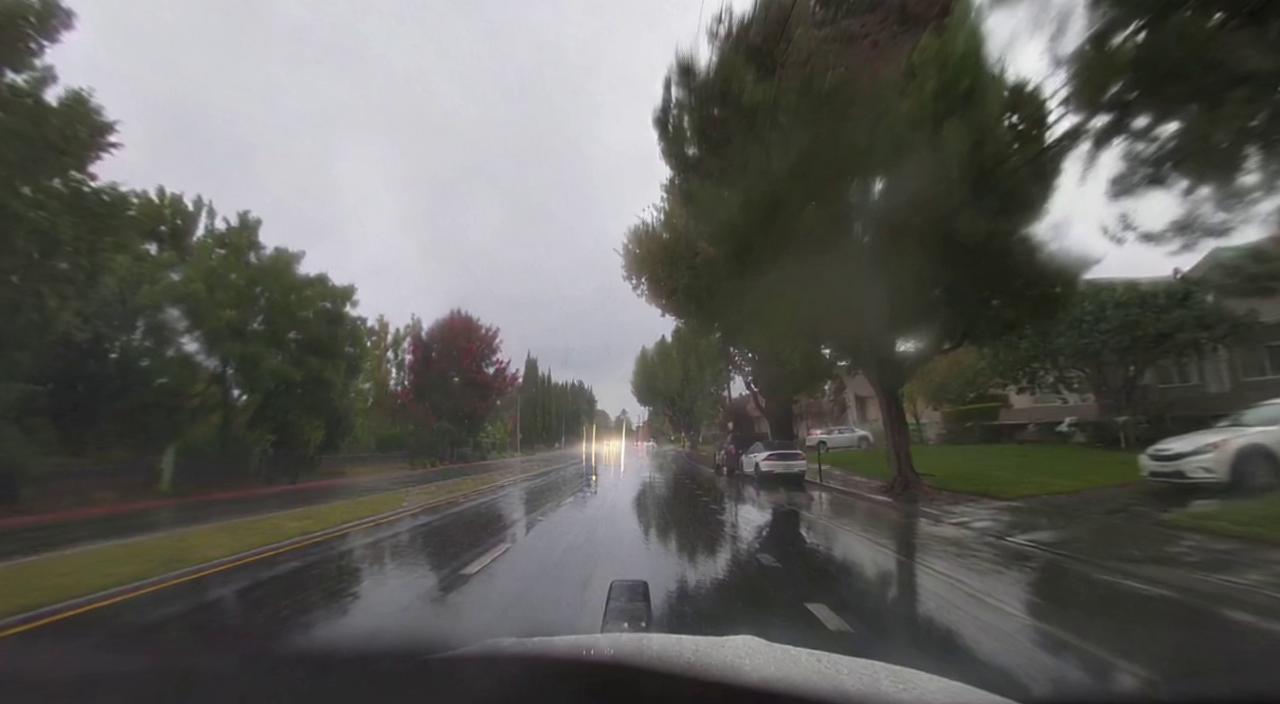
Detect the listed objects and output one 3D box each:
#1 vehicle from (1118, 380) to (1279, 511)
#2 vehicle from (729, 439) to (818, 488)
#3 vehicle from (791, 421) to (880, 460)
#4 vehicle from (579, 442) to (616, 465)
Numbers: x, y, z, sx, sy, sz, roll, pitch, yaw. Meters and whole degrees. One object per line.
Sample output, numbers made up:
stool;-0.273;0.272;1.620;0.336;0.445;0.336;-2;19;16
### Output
vehicle;11.513;1.422;10.588;4.860;1.919;2.318;-4;-9;2
vehicle;4.570;3.893;22.382;2.241;1.536;4.682;0;-9;2
vehicle;11.858;5.444;38.625;4.888;1.758;2.037;-8;-10;12
vehicle;-2.901;7.113;44.317;2.084;1.466;4.522;-1;-9;2
